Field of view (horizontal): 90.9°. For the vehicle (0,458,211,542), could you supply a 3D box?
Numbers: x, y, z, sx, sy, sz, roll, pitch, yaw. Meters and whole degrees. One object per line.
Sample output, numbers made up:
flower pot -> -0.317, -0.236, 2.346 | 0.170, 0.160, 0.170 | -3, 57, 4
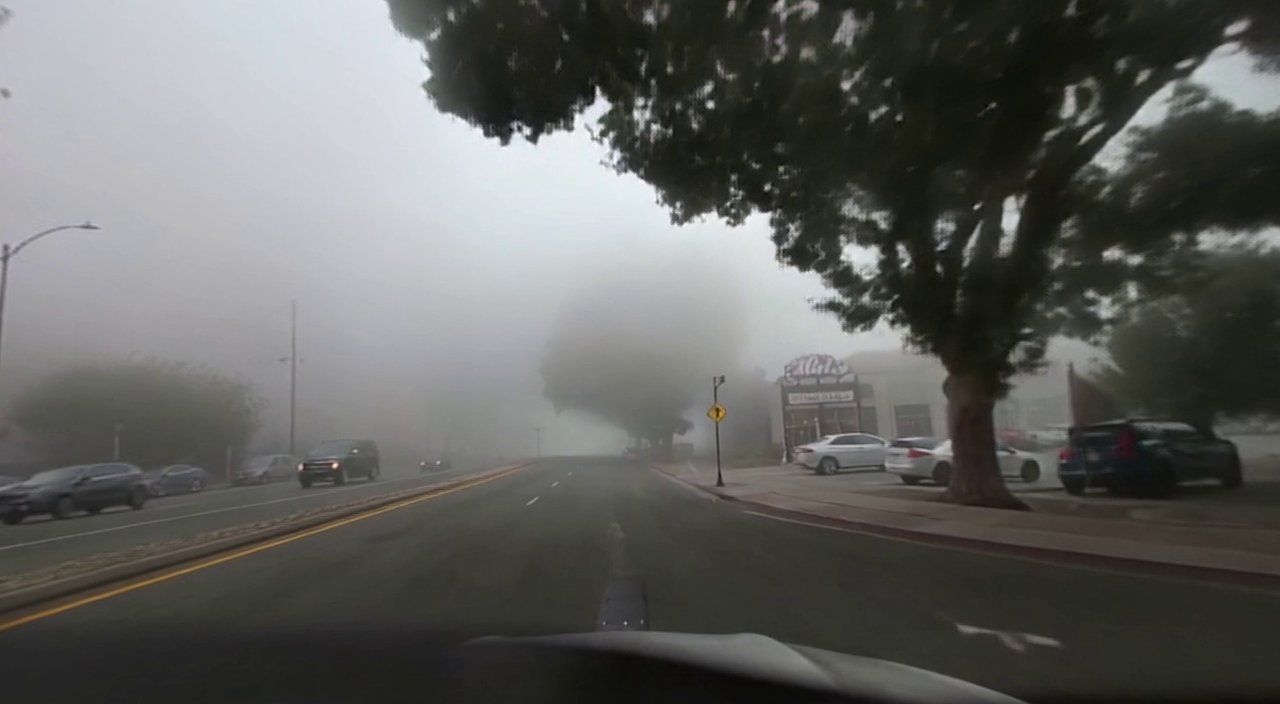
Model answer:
vehicle -> -12.046, 3.130, 14.009 | 1.951, 1.436, 4.624 | 0, -9, -3

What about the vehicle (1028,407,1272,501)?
vehicle -> 11.108, 2.191, 13.766 | 4.669, 1.770, 1.896 | 3, -9, -21

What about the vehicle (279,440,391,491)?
vehicle -> -13.184, 4.923, 27.797 | 2.228, 1.976, 5.857 | 0, -9, -3

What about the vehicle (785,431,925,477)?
vehicle -> 8.518, 4.066, 25.239 | 4.843, 1.748, 1.985 | 1, -9, -6

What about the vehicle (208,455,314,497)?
vehicle -> -16.409, 5.351, 27.625 | 2.093, 1.474, 4.638 | -4, -8, -4

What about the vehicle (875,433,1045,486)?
vehicle -> 9.615, 3.229, 19.088 | 4.257, 1.474, 1.751 | 1, -9, -8
